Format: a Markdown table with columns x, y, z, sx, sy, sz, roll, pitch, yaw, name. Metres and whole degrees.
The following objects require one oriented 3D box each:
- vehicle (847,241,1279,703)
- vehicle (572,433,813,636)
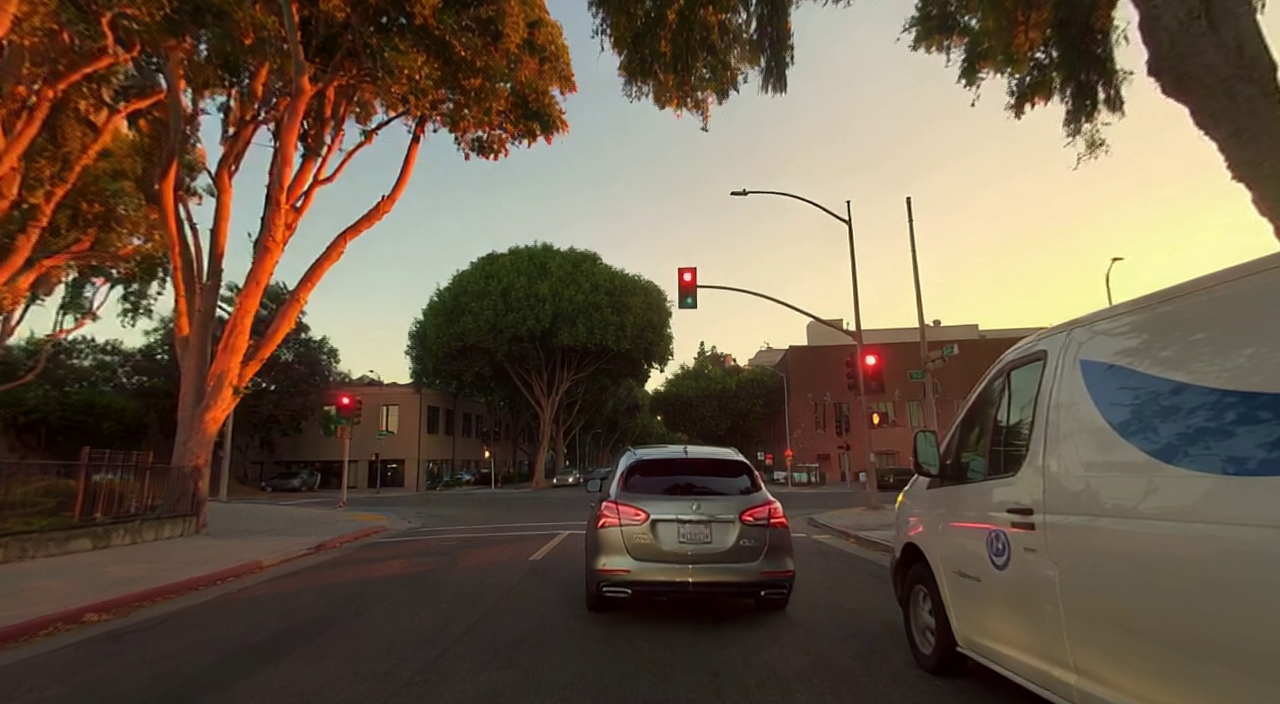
| x | y | z | sx | sy | sz | roll | pitch | yaw | name |
| --- | --- | --- | --- | --- | --- | --- | --- | --- | --- |
| 2.856 | 0.879 | 2.831 | 2.054 | 1.965 | 5.248 | 1 | -11 | 0 | vehicle |
| 0.367 | 1.832 | 7.027 | 1.961 | 1.629 | 3.610 | 1 | -11 | -2 | vehicle |
